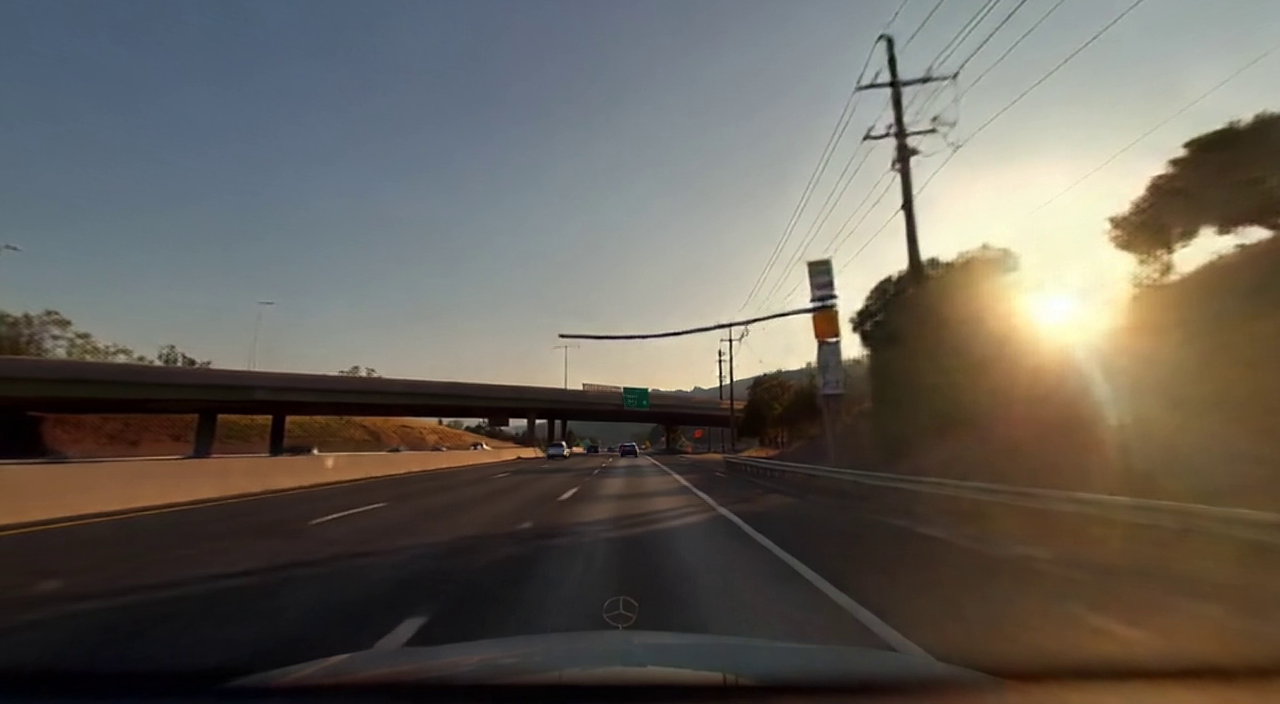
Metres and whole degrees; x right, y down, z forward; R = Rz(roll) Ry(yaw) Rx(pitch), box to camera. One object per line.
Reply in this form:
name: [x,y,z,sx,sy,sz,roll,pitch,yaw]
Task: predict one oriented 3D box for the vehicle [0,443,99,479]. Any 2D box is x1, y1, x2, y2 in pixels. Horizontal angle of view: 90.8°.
vehicle: [-32.382,5.833,34.001,2.076,1.687,5.116,-3,-7,0]
